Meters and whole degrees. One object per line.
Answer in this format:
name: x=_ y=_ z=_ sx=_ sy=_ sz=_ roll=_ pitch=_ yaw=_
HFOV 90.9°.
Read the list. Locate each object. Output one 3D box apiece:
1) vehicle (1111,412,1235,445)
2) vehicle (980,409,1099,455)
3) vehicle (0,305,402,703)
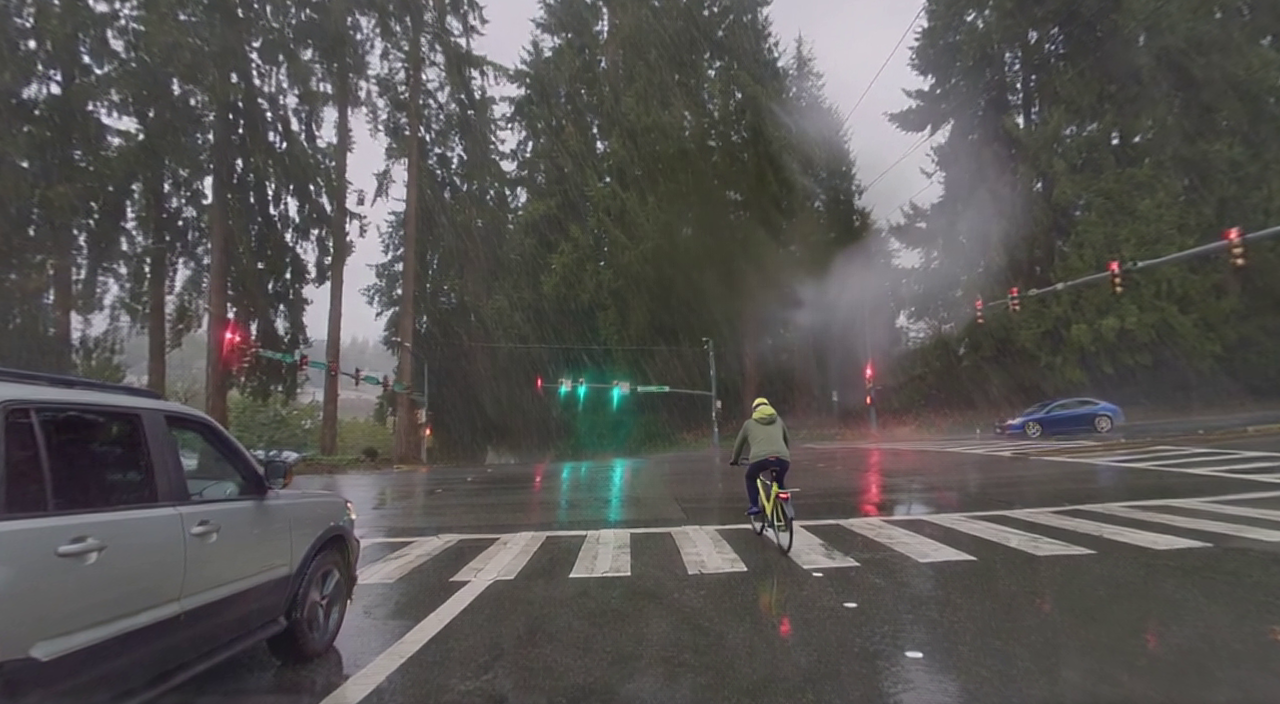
vehicle: x=25.743 y=3.734 z=30.501 sx=4.716 sy=1.507 sz=1.904 roll=2 pitch=-9 yaw=-11
vehicle: x=18.561 y=3.751 z=29.386 sx=4.237 sy=1.948 sz=1.997 roll=0 pitch=-9 yaw=-9
vehicle: x=-2.966 y=0.866 z=2.757 sx=2.049 sy=1.756 sz=4.602 roll=0 pitch=-8 yaw=0
